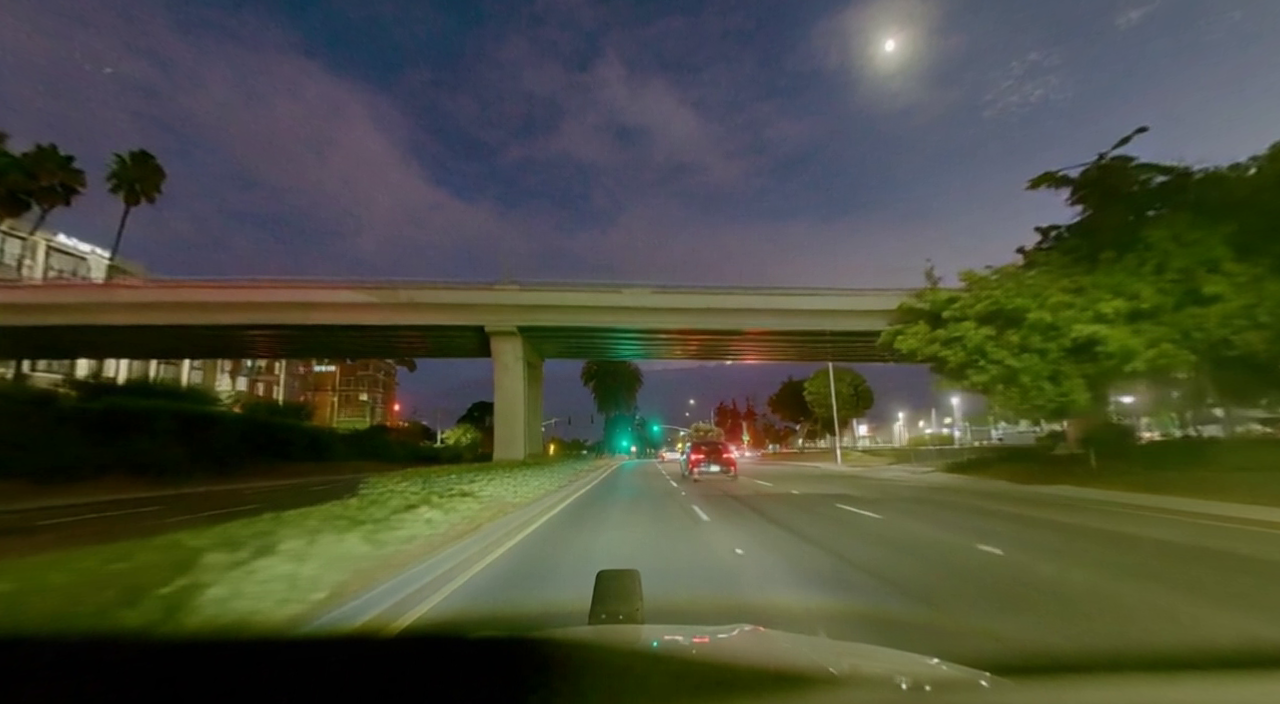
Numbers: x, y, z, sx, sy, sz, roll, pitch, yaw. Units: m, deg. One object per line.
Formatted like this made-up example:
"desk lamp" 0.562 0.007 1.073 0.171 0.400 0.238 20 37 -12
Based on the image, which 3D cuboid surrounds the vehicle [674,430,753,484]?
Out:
"vehicle" 2.906 4.360 26.553 2.559 2.017 5.562 0 -9 -1
